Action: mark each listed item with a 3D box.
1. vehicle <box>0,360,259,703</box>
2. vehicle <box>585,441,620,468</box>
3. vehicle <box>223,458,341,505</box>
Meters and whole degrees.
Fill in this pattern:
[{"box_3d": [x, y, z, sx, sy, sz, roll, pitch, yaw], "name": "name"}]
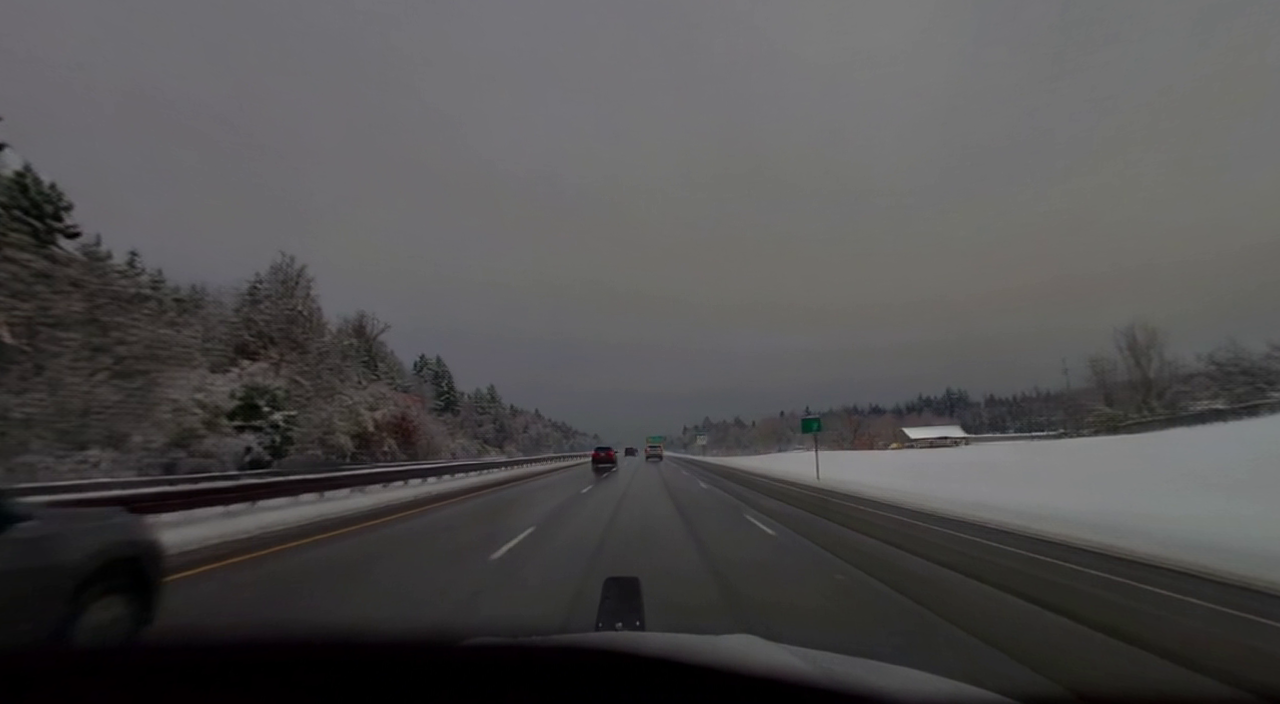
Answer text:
[{"box_3d": [-3.663, 0.795, 2.137, 2.037, 1.638, 4.274, 0, -9, 0], "name": "vehicle"}, {"box_3d": [-2.606, 7.325, 45.312, 2.143, 1.853, 4.123, 0, -9, 2], "name": "vehicle"}, {"box_3d": [-12.364, 4.474, 22.109, 1.750, 1.402, 3.988, 0, -9, 1], "name": "vehicle"}]
